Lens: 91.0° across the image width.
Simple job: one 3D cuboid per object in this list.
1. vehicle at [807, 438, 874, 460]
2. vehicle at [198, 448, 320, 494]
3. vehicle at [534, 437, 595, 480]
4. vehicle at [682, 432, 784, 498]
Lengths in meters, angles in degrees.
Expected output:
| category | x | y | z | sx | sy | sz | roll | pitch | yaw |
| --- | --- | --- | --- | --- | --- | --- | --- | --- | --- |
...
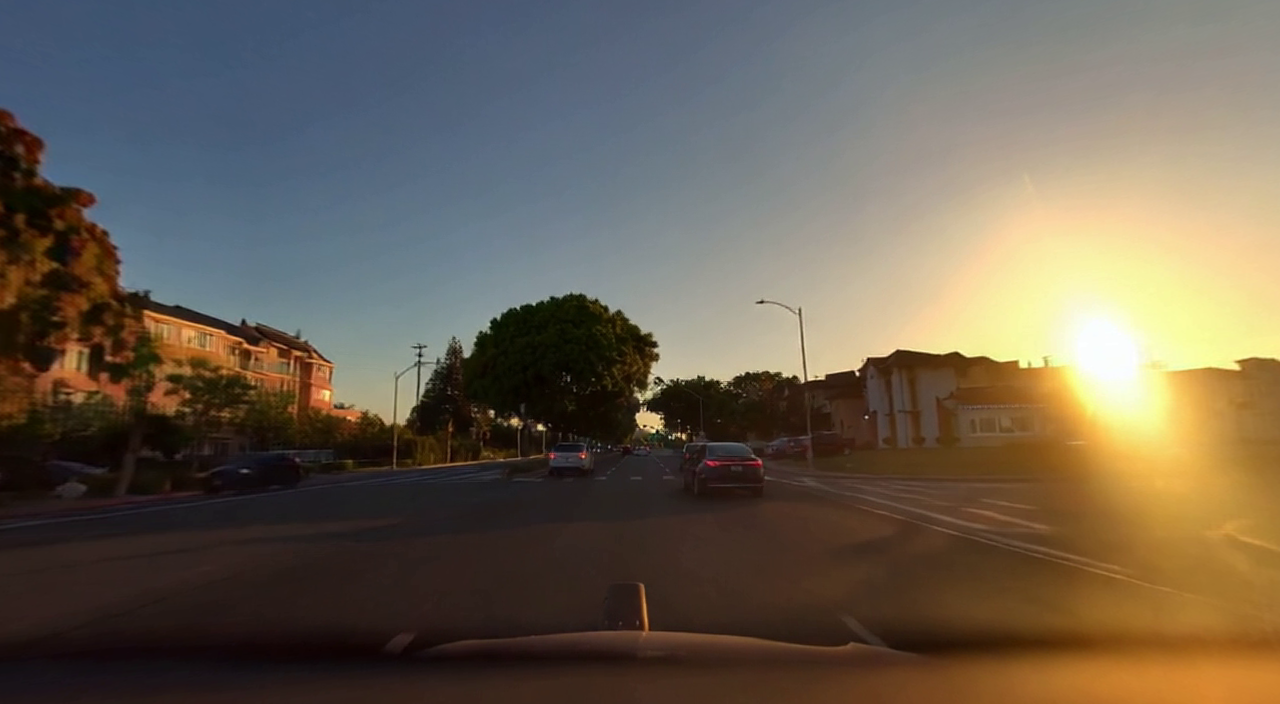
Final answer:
| category | x | y | z | sx | sy | sz | roll | pitch | yaw |
| --- | --- | --- | --- | --- | --- | --- | --- | --- | --- |
| vehicle | 15.269 | 7.422 | 48.087 | 4.489 | 1.557 | 1.792 | -2 | -9 | 2 |
| vehicle | -18.061 | 5.620 | 30.290 | 2.221 | 1.921 | 5.743 | 0 | -8 | 0 |
| vehicle | -3.239 | 4.695 | 27.962 | 2.084 | 1.735 | 4.528 | 0 | -8 | 1 |
| vehicle | 2.540 | 3.232 | 18.372 | 2.084 | 1.682 | 4.148 | 1 | -8 | -4 |
